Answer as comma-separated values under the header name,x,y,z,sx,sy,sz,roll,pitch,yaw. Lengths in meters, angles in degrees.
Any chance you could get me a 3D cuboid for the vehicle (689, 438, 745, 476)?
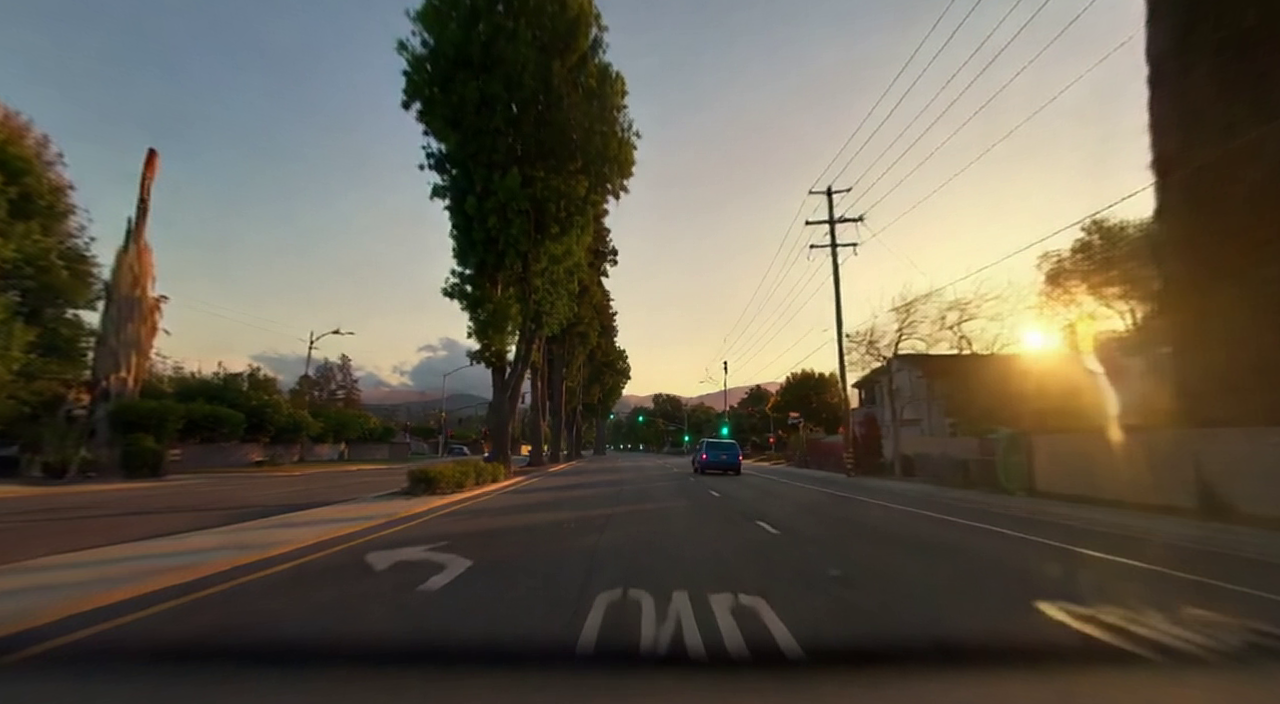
name,x,y,z,sx,sy,sz,roll,pitch,yaw
vehicle,3.857,5.371,32.437,2.240,1.781,4.433,0,-9,-1
